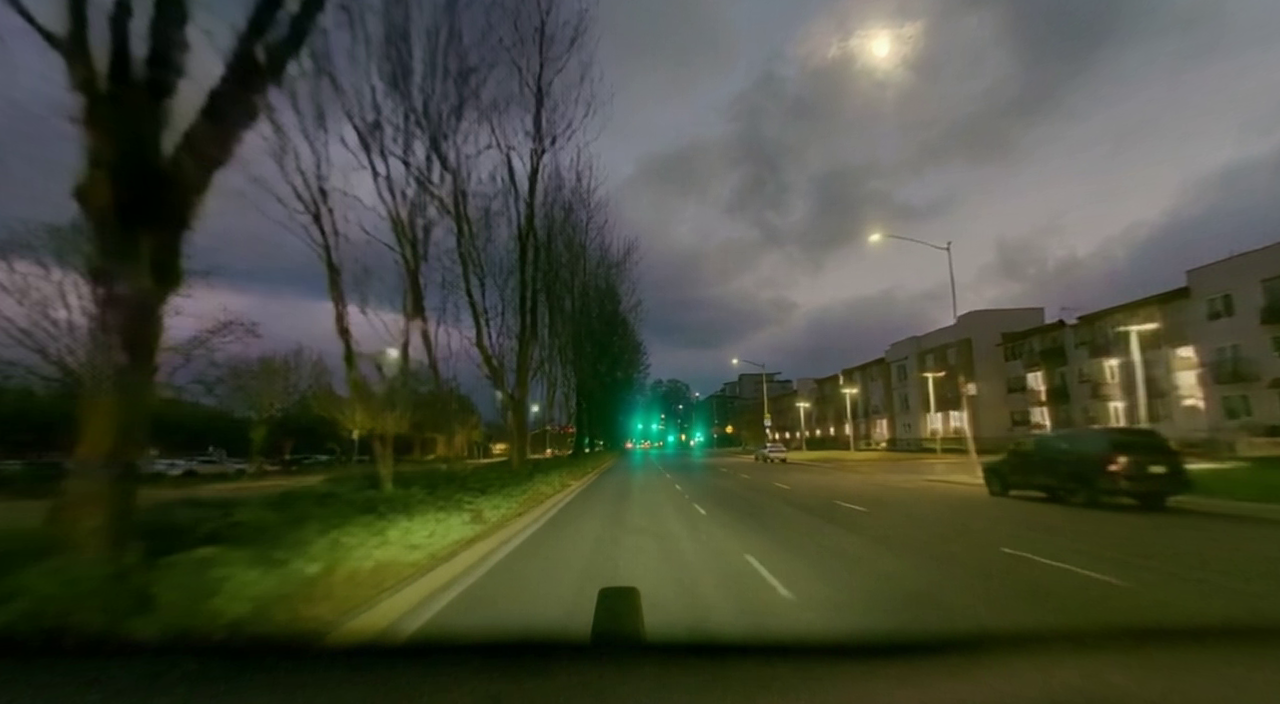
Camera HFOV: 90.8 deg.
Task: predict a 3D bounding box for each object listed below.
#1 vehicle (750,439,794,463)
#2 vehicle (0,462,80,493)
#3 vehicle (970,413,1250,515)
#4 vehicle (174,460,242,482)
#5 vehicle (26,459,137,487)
[{"bbox_3d":[9.939,7.516,47.933,2.051,1.726,4.898,0,-9,-3],"label":"vehicle"},{"bbox_3d":[-31.261,6.366,32.107,3.816,1.450,1.967,-1,-8,4],"label":"vehicle"},{"bbox_3d":[9.975,2.431,14.150,2.272,1.843,4.913,0,-9,-3],"label":"vehicle"},{"bbox_3d":[-30.973,8.543,45.321,3.652,1.488,1.678,-1,-8,3],"label":"vehicle"},{"bbox_3d":[-30.804,6.661,34.921,4.289,1.480,1.890,0,-8,1],"label":"vehicle"}]
